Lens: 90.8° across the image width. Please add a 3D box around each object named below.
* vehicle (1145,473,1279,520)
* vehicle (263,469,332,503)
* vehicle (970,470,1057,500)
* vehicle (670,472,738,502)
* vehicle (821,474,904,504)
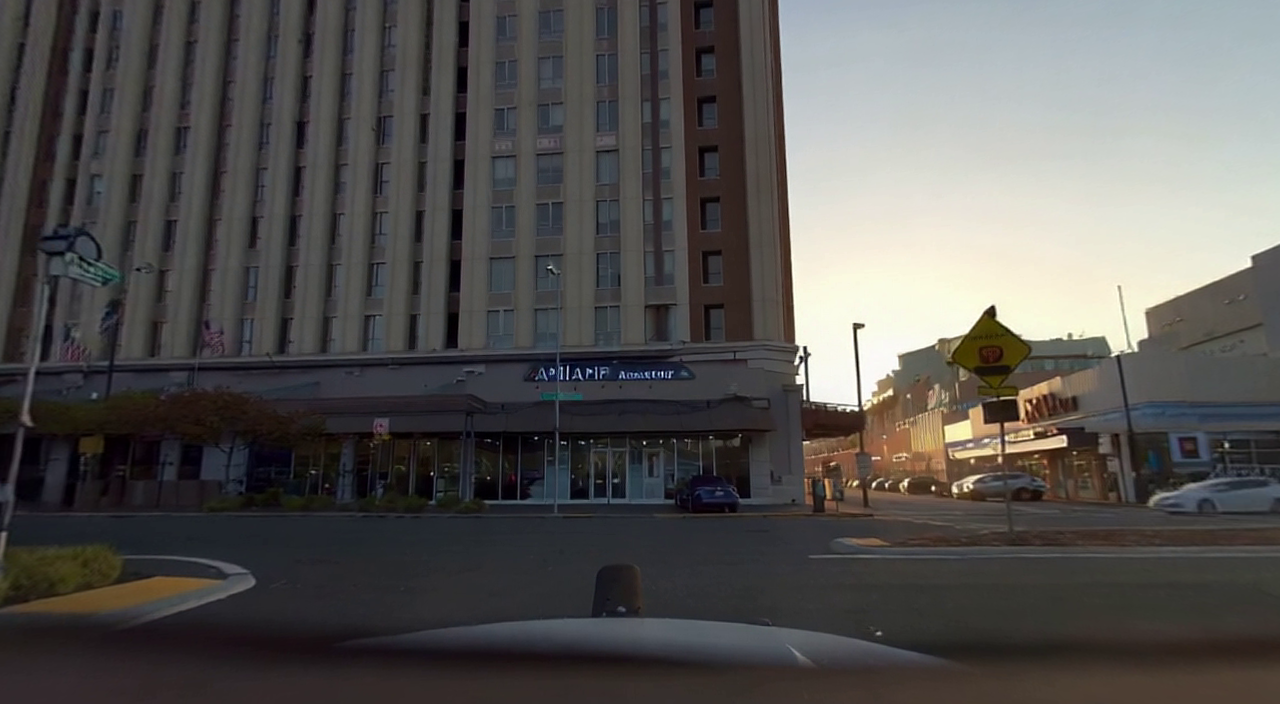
[{"bbox_3d":[20.427,4.949,21.813,4.418,1.467,1.846,1,-9,-3],"label":"vehicle"},{"bbox_3d":[-19.867,7.711,36.597,4.596,1.680,1.936,-8,-12,41],"label":"vehicle"},{"bbox_3d":[25.906,9.209,43.925,4.838,1.799,1.914,-7,-11,39],"label":"vehicle"},{"bbox_3d":[3.751,8.040,37.840,1.812,1.468,4.519,5,-10,-28],"label":"vehicle"},{"bbox_3d":[13.132,8.111,37.637,1.791,1.453,4.593,5,-10,-28],"label":"vehicle"}]
